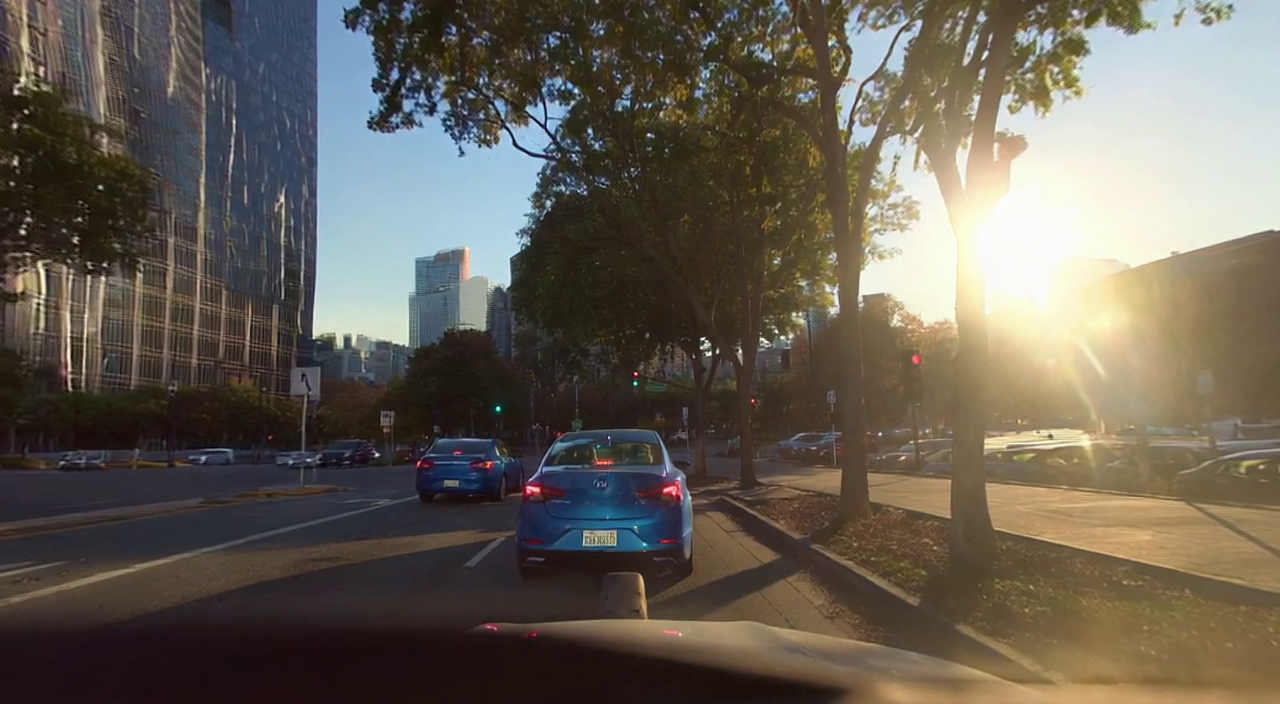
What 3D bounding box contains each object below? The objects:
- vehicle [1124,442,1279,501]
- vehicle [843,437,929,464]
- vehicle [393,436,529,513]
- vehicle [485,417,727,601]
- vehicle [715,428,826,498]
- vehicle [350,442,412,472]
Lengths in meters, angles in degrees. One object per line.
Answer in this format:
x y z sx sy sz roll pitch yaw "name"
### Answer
15.189 3.029 16.266 3.951 1.418 1.842 0 -8 -3 "vehicle"
15.014 6.018 38.651 4.419 1.619 1.894 1 -9 -8 "vehicle"
-3.769 2.629 14.065 1.998 1.452 3.773 0 -8 -1 "vehicle"
-0.354 1.643 7.524 2.045 1.533 4.183 0 -8 -2 "vehicle"
3.428 3.007 17.504 2.028 1.678 4.220 0 -8 -2 "vehicle"
-16.614 6.749 40.791 2.101 1.776 4.550 0 -8 -1 "vehicle"
